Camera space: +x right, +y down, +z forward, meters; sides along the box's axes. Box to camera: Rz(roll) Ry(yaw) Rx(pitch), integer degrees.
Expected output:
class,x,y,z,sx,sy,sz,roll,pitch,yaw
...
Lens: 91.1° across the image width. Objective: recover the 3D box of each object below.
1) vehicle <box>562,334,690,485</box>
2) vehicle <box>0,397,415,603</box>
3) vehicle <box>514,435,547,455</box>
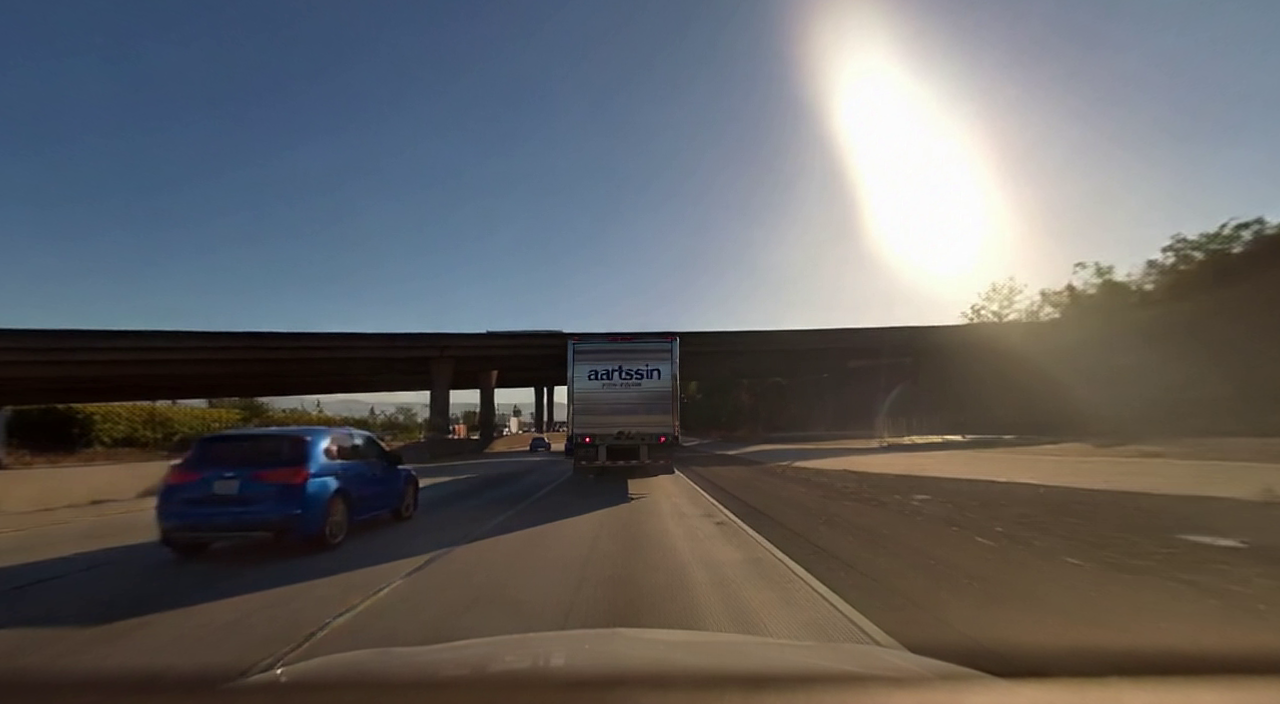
class,x,y,z,sx,sy,sz,roll,pitch,yaw
vehicle,-0.436,2.260,22.522,3.442,4.106,10.719,0,-8,-1
vehicle,-4.632,1.514,7.536,2.052,1.639,4.894,0,-8,0
vehicle,-8.651,7.356,49.903,1.940,1.488,3.976,0,-8,0
